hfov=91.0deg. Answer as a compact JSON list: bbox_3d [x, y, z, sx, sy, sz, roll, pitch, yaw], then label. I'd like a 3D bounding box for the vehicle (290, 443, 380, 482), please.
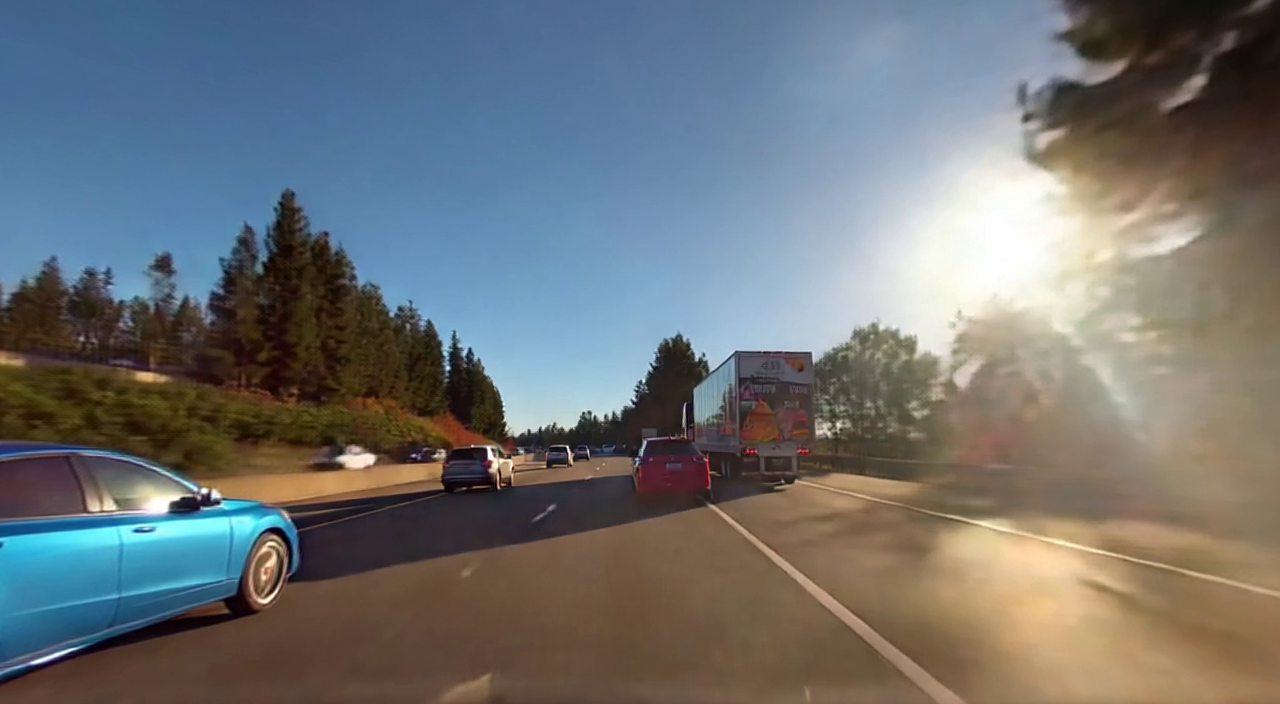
[{"bbox_3d":[-12.512,4.575,26.128,1.751,1.440,3.900,-2,-10,0],"label":"vehicle"}]

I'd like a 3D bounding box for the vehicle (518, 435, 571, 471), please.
[{"bbox_3d":[-4.750,5.108,31.990,2.014,1.683,4.275,0,-8,0],"label":"vehicle"}]

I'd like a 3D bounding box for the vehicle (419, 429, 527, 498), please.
[{"bbox_3d":[-4.361,2.953,17.067,1.905,1.642,3.803,0,-8,0],"label":"vehicle"}]

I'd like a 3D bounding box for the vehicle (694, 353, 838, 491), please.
[{"bbox_3d":[4.330,3.060,25.773,2.828,4.081,14.220,0,-8,-1],"label":"vehicle"}]

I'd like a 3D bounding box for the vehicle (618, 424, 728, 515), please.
[{"bbox_3d":[0.589,2.414,13.382,2.017,1.662,3.543,0,-8,-1],"label":"vehicle"}]

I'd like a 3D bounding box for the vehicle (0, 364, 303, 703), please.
[{"bbox_3d":[-4.085,0.965,3.479,1.983,1.666,4.452,0,-8,0],"label":"vehicle"}]
